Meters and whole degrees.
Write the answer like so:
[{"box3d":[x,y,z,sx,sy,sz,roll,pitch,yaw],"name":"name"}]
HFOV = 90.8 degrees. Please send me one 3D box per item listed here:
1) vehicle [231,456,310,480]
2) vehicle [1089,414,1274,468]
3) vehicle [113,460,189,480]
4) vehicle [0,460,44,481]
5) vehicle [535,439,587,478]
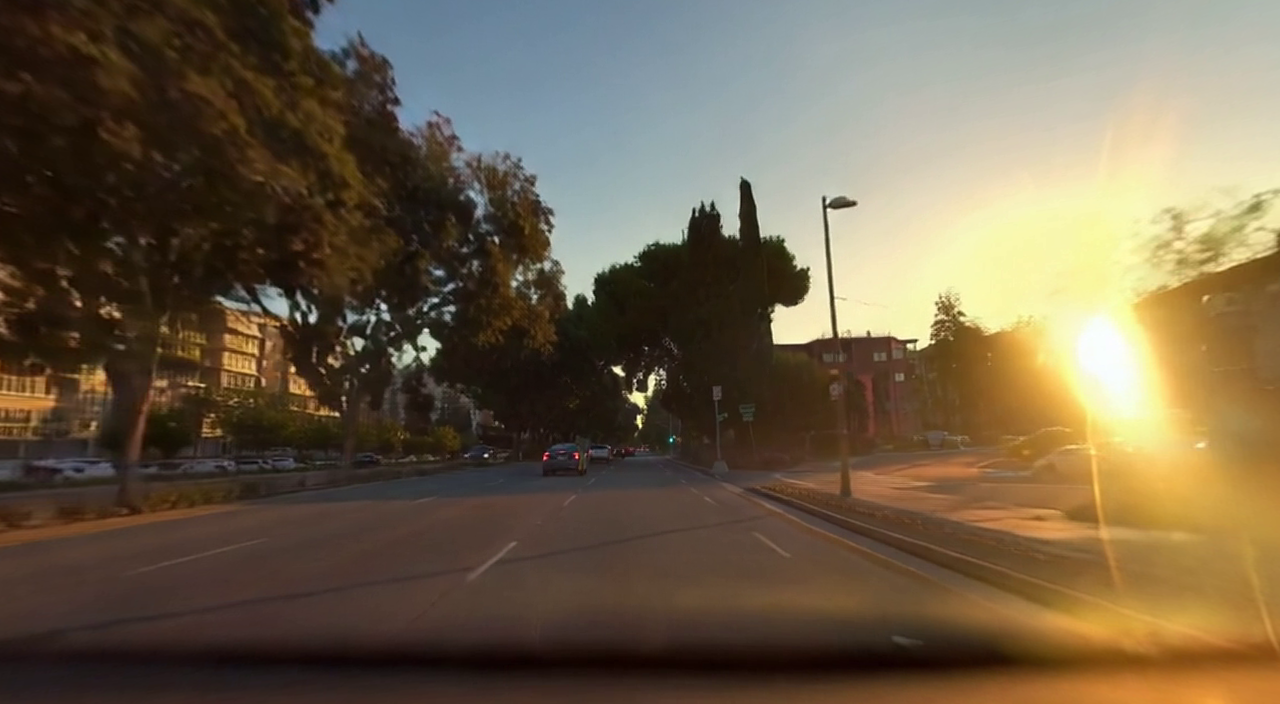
[{"box3d":[-25.846,8.089,44.365,1.812,1.507,4.428,-5,-10,26],"name":"vehicle"},{"box3d":[17.669,2.960,21.061,1.995,1.554,4.943,-1,-8,3],"name":"vehicle"},{"box3d":[-36.927,8.893,47.749,4.257,1.446,1.817,0,-9,2],"name":"vehicle"},{"box3d":[-48.198,8.949,47.799,4.252,1.460,1.865,0,-9,0],"name":"vehicle"},{"box3d":[-3.770,5.186,30.875,1.959,1.741,4.141,0,-9,1],"name":"vehicle"}]
